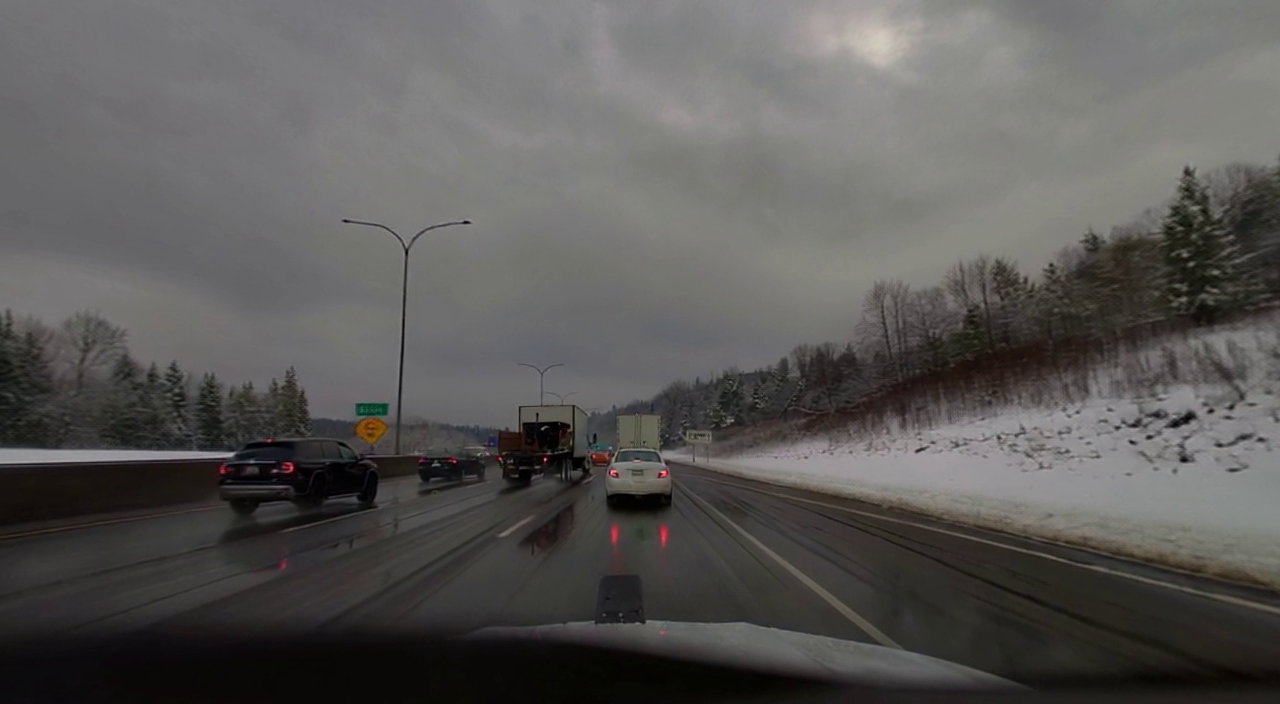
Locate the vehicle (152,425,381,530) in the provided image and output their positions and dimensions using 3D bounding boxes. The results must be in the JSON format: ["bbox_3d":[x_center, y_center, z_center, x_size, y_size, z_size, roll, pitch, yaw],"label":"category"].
[{"bbox_3d":[-7.219,2.461,12.871,1.952,1.746,4.332,-1,-9,1],"label":"vehicle"}]

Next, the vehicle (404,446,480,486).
[{"bbox_3d":[-8.054,4.666,26.040,1.880,1.512,3.758,-1,-9,1],"label":"vehicle"}]

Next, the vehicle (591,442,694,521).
[{"bbox_3d":[0.022,2.779,13.962,1.995,1.495,3.380,0,-9,-1],"label":"vehicle"}]

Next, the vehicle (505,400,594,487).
[{"bbox_3d":[-3.819,4.137,28.357,2.812,3.342,7.248,-1,-9,1],"label":"vehicle"}]
